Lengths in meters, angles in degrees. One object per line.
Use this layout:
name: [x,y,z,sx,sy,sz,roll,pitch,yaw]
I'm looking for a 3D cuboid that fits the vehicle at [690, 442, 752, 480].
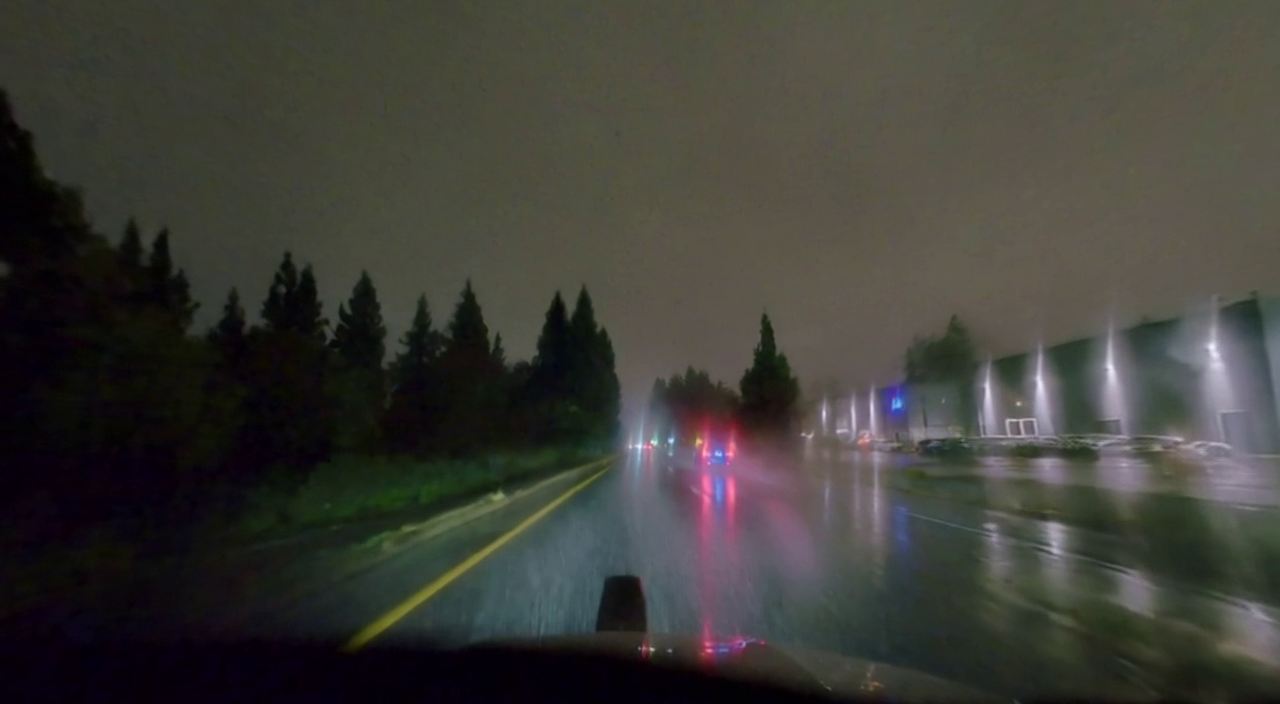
vehicle: [3.437,4.708,27.323,2.079,1.531,3.997,0,-9,-1]
